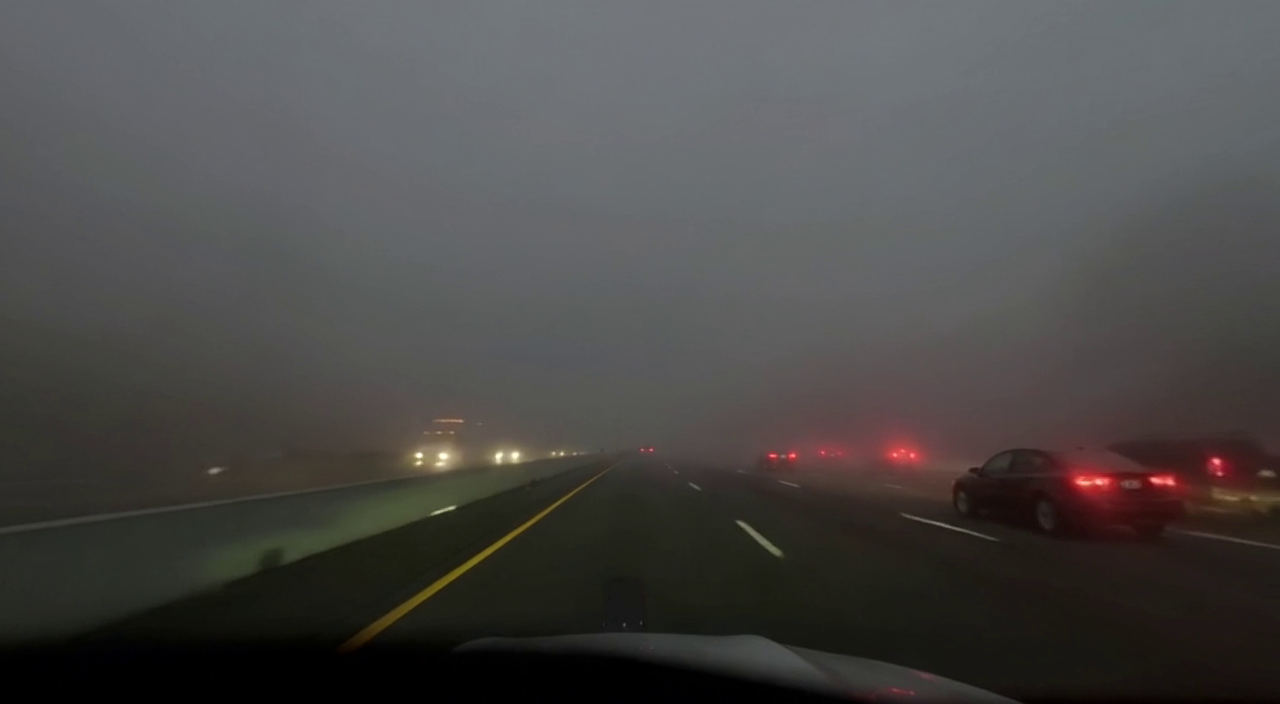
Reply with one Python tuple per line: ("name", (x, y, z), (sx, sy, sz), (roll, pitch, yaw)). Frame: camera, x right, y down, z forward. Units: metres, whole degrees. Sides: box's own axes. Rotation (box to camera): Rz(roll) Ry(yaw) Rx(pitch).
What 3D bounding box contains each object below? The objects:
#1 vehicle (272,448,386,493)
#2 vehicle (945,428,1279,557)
("vehicle", (-11.517, 4.394, 23.764), (1.959, 1.480, 4.361), (-1, -8, 2))
("vehicle", (7.168, 2.047, 10.085), (2.093, 1.525, 4.865), (0, -8, 0))
